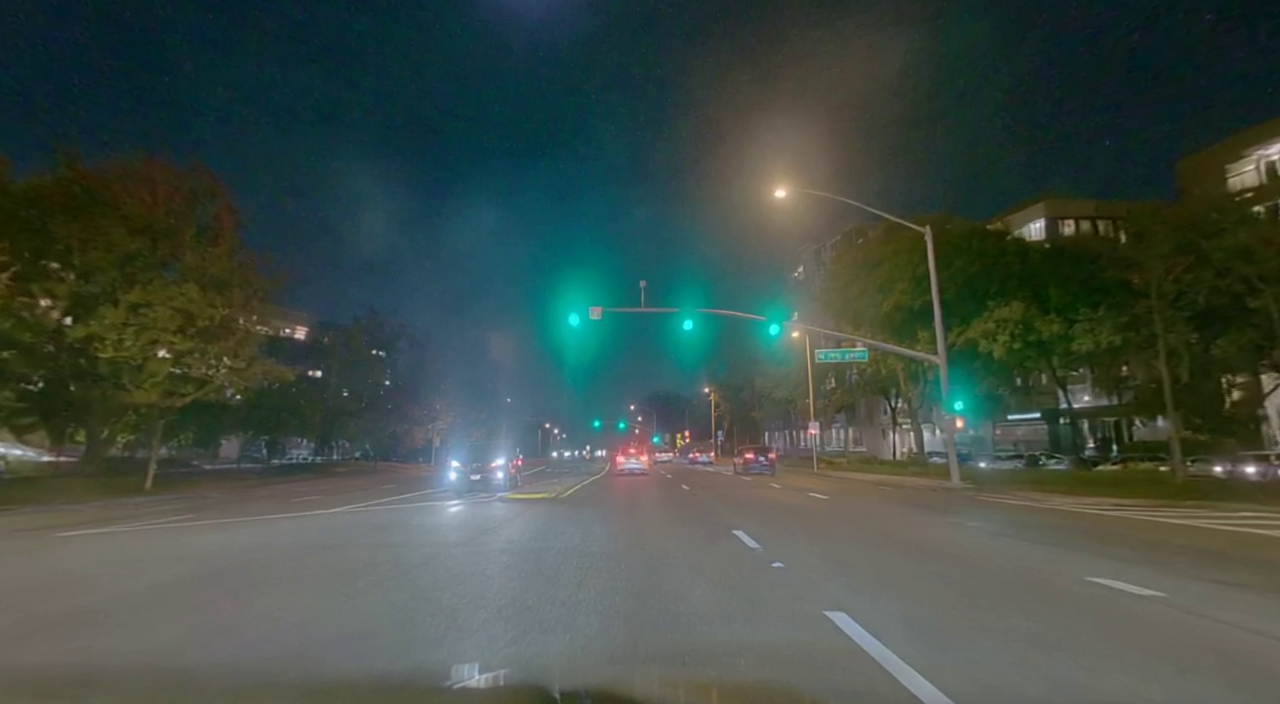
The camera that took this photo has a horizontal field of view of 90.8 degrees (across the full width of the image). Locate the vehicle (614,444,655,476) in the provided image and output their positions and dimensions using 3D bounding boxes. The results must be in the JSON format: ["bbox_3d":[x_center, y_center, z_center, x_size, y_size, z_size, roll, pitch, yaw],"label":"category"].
[{"bbox_3d":[-0.362,5.952,35.153,2.101,1.641,4.341,0,-9,-2],"label":"vehicle"}]

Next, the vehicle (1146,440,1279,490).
[{"bbox_3d":[27.608,5.246,29.596,5.935,2.122,2.004,-1,-10,-2],"label":"vehicle"}]

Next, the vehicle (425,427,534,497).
[{"bbox_3d":[-5.232,3.736,21.623,2.145,2.041,6.064,0,-9,0],"label":"vehicle"}]

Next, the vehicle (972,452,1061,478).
[{"bbox_3d":[26.171,7.855,44.028,4.843,1.628,2.063,-1,-9,-3],"label":"vehicle"}]

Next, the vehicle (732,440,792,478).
[{"bbox_3d":[6.621,5.875,34.930,2.052,1.886,5.297,0,-9,-2],"label":"vehicle"}]
